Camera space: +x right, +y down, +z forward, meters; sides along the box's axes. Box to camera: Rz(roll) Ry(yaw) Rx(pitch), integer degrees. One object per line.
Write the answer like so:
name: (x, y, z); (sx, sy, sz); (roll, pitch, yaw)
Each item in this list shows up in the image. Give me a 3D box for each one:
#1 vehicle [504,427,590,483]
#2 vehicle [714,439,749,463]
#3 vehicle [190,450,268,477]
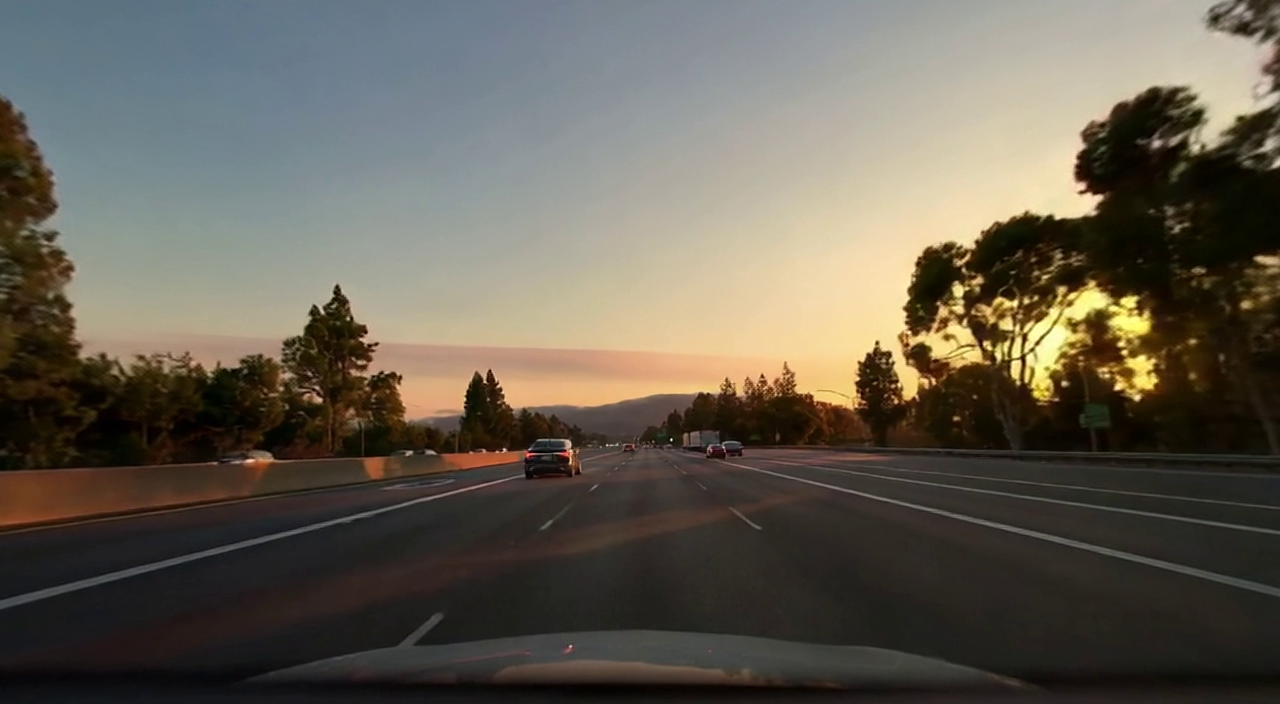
vehicle: (-3.513, 4.034, 24.992); (2.453, 1.952, 5.320); (0, -8, 2)
vehicle: (6.813, 7.438, 47.477); (2.063, 1.706, 4.259); (0, -8, 1)
vehicle: (-28.634, 7.758, 44.151); (2.000, 1.741, 5.092); (0, -8, 1)
